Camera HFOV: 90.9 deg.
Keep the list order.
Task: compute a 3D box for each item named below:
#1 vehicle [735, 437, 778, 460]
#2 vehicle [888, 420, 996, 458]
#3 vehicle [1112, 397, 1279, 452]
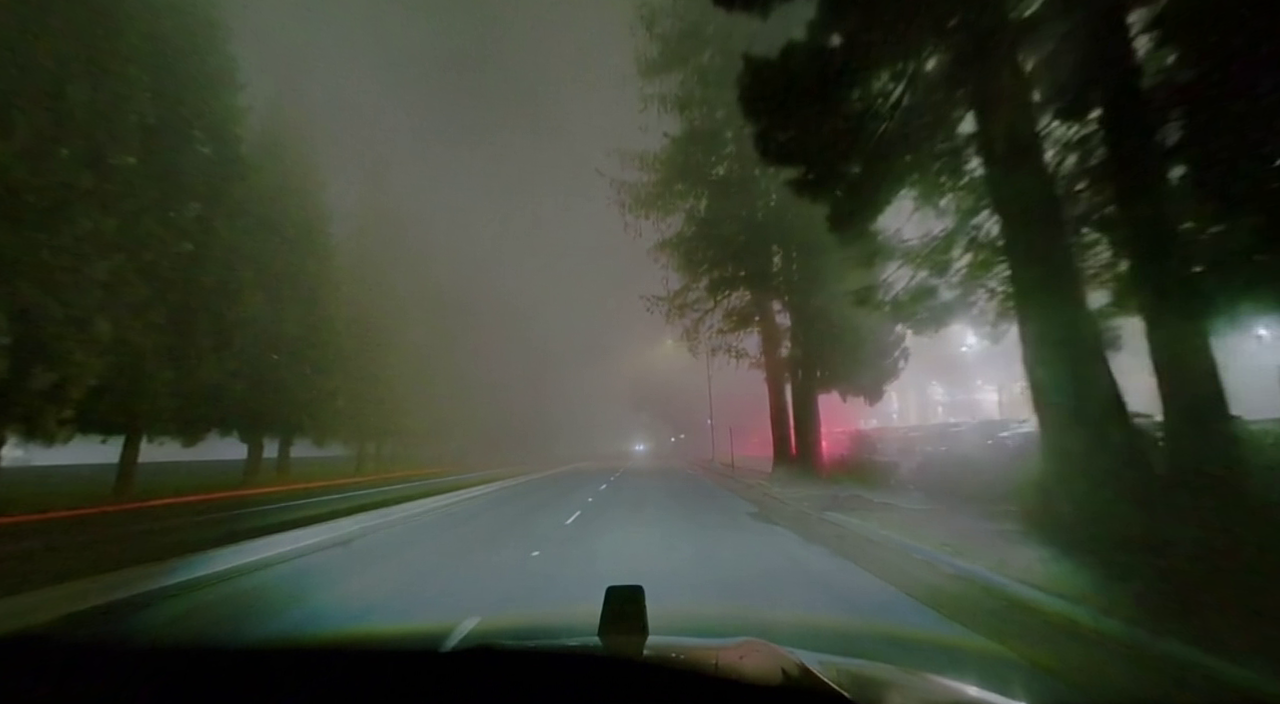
[{"bbox_3d":[8.304,6.929,45.328,2.056,1.449,4.679,-1,-8,-2],"label":"vehicle"},{"bbox_3d":[14.816,4.312,30.974,4.387,1.532,1.930,-9,-12,34],"label":"vehicle"},{"bbox_3d":[19.905,2.631,22.480,4.419,1.603,1.930,-7,-10,23],"label":"vehicle"}]
